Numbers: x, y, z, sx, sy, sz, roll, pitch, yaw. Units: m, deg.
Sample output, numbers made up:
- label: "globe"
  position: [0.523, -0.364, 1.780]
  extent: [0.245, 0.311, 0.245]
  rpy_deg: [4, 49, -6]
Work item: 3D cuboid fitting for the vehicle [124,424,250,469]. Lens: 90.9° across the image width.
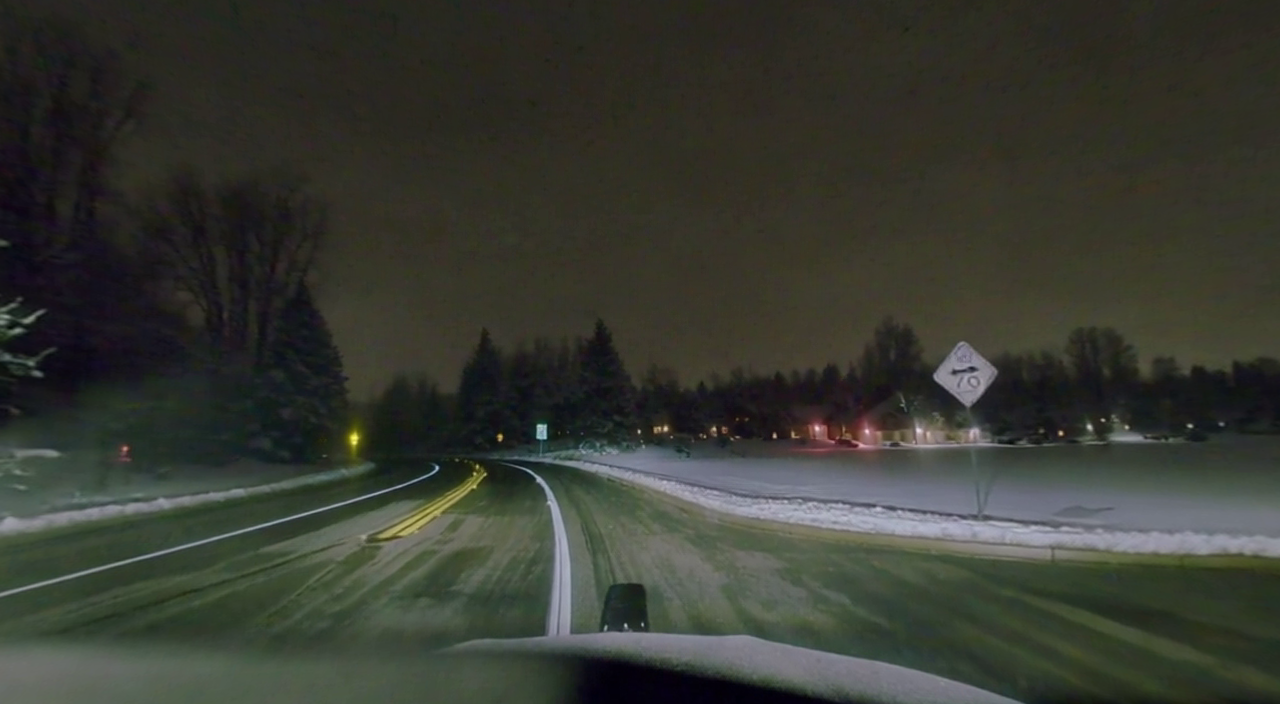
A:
- label: "vehicle"
  position: [-21.087, 4.406, 29.426]
  extent: [4.699, 1.996, 2.116]
  rpy_deg: [-2, -9, 15]
